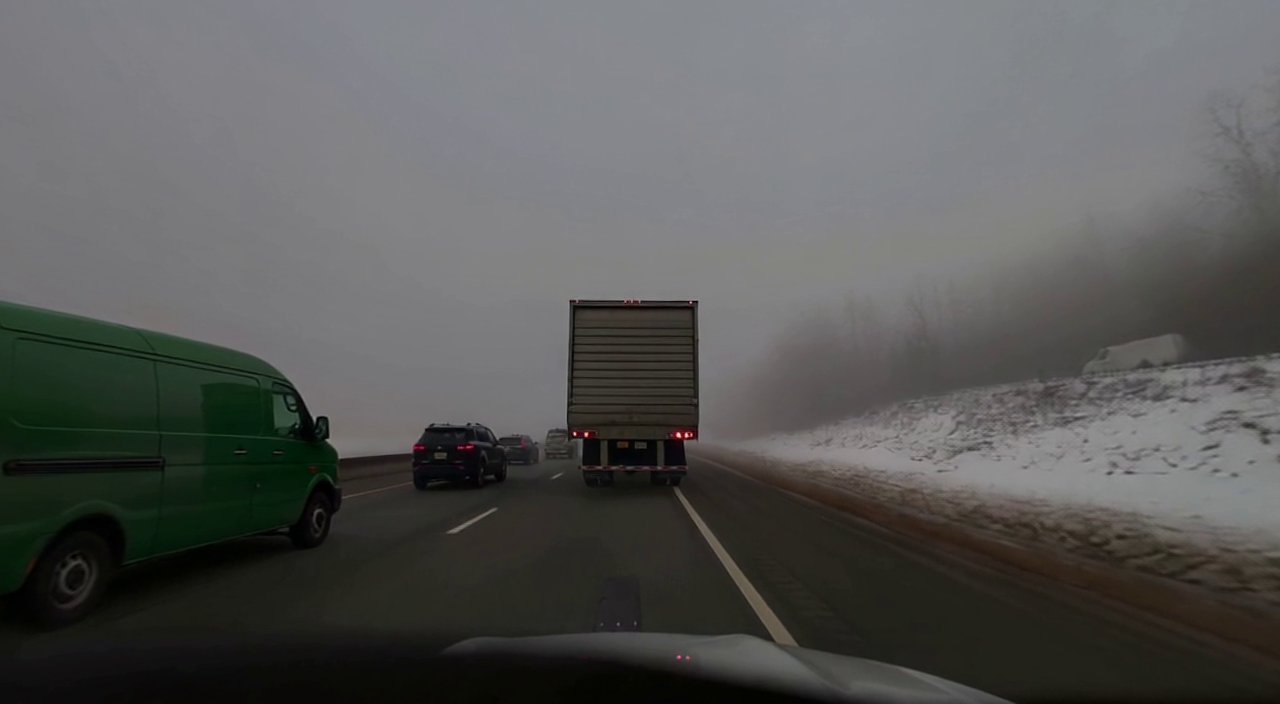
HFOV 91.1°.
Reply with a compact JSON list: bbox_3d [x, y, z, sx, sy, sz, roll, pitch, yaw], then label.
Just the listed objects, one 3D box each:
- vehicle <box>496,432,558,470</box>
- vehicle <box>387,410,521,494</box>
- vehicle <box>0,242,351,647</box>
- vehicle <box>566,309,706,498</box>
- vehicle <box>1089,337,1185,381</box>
[{"bbox_3d":[-4.870,4.341,27.818,1.931,1.539,4.441,0,-8,0],"label":"vehicle"},{"bbox_3d":[-4.903,2.715,17.486,2.168,1.985,4.952,0,-8,0],"label":"vehicle"},{"bbox_3d":[-5.253,0.839,5.851,2.478,2.515,5.438,0,-8,0],"label":"vehicle"},{"bbox_3d":[-0.054,1.734,18.476,2.953,4.041,10.072,0,-8,0],"label":"vehicle"},{"bbox_3d":[27.409,0.456,34.894,2.034,1.625,4.809,6,-7,9],"label":"vehicle"}]
